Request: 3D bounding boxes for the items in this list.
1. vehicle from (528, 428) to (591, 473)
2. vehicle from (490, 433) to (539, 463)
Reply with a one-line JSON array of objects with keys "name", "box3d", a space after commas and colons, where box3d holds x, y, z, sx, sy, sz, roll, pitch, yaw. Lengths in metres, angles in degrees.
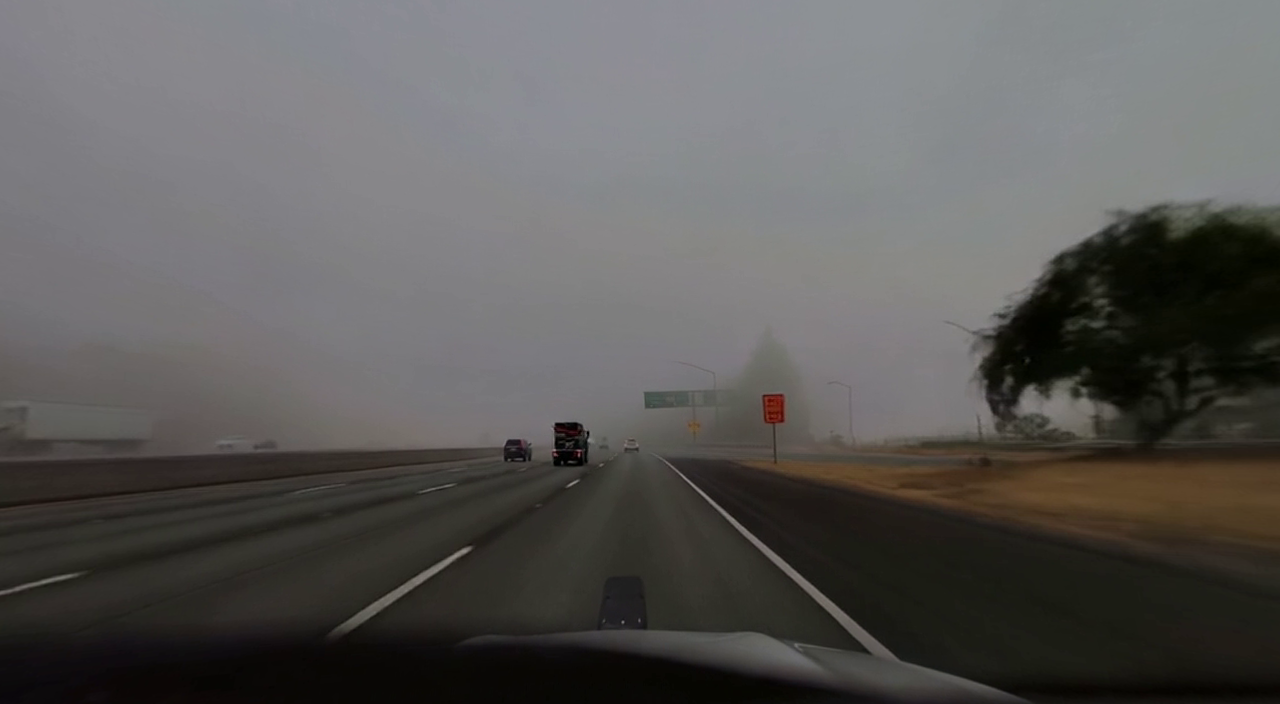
[{"name": "vehicle", "box3d": [-3.386, 4.248, 27.211, 2.194, 1.766, 3.720, 0, -8, 0]}, {"name": "vehicle", "box3d": [-7.761, 6.009, 39.296, 2.078, 1.729, 4.722, 0, -8, 0]}]
